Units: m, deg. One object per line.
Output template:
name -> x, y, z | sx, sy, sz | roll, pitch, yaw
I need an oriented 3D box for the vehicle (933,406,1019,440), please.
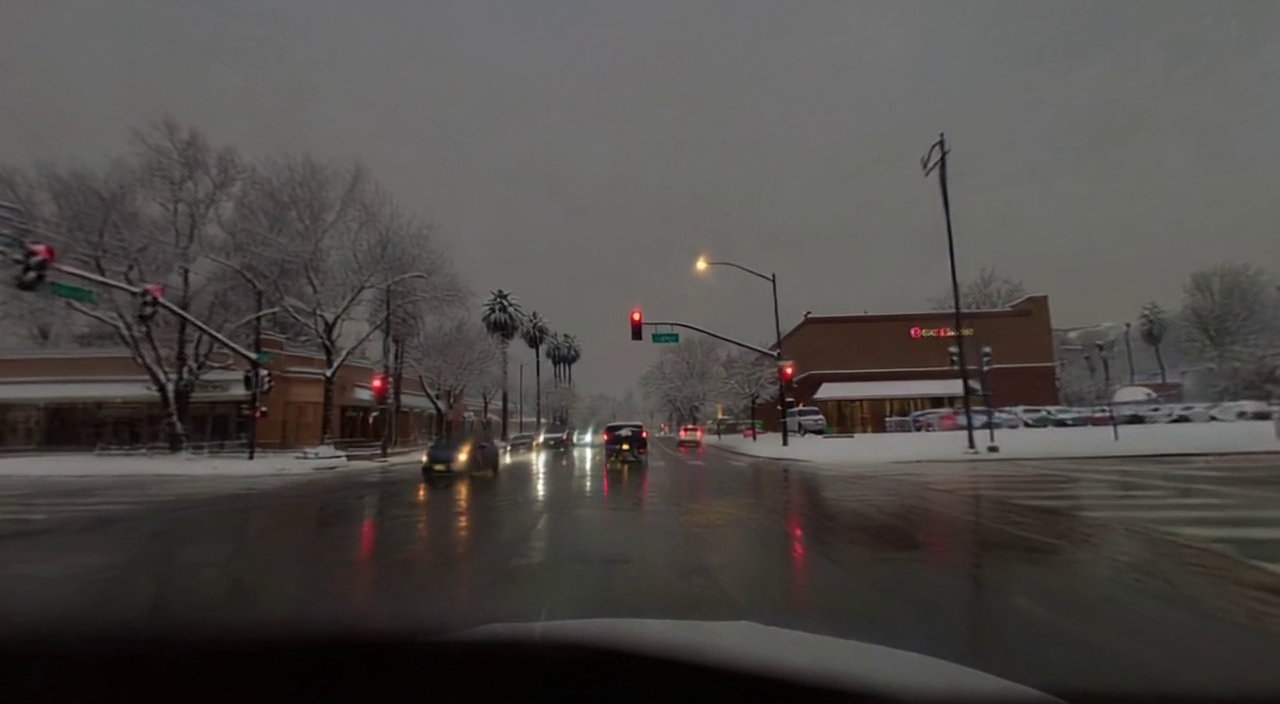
vehicle -> 16.675, 3.614, 31.642 | 1.850, 1.509, 4.297 | 1, -9, -1

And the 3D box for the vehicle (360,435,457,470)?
vehicle -> -10.543, 4.605, 29.132 | 2.002, 1.470, 4.388 | -2, -9, 15

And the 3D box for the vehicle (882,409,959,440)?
vehicle -> 14.138, 3.746, 32.165 | 1.797, 1.443, 4.451 | -1, -8, -1

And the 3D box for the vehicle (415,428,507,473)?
vehicle -> -6.506, 3.653, 23.570 | 2.032, 1.508, 4.661 | 0, -8, 1

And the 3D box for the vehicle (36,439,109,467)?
vehicle -> -40.567, 7.210, 45.191 | 1.615, 1.455, 3.501 | -7, -4, 26

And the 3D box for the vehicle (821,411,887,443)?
vehicle -> 11.447, 3.987, 34.167 | 1.899, 1.550, 4.531 | -1, -6, -1

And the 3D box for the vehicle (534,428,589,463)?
vehicle -> -3.560, 4.354, 29.419 | 1.921, 1.491, 4.332 | 0, -8, 1

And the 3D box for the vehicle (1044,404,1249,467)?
vehicle -> 15.855, 2.619, 20.009 | 4.583, 1.741, 2.117 | -2, -6, 1

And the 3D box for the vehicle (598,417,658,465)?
vehicle -> -0.516, 3.738, 26.487 | 2.264, 1.798, 4.531 | 0, -8, -1
